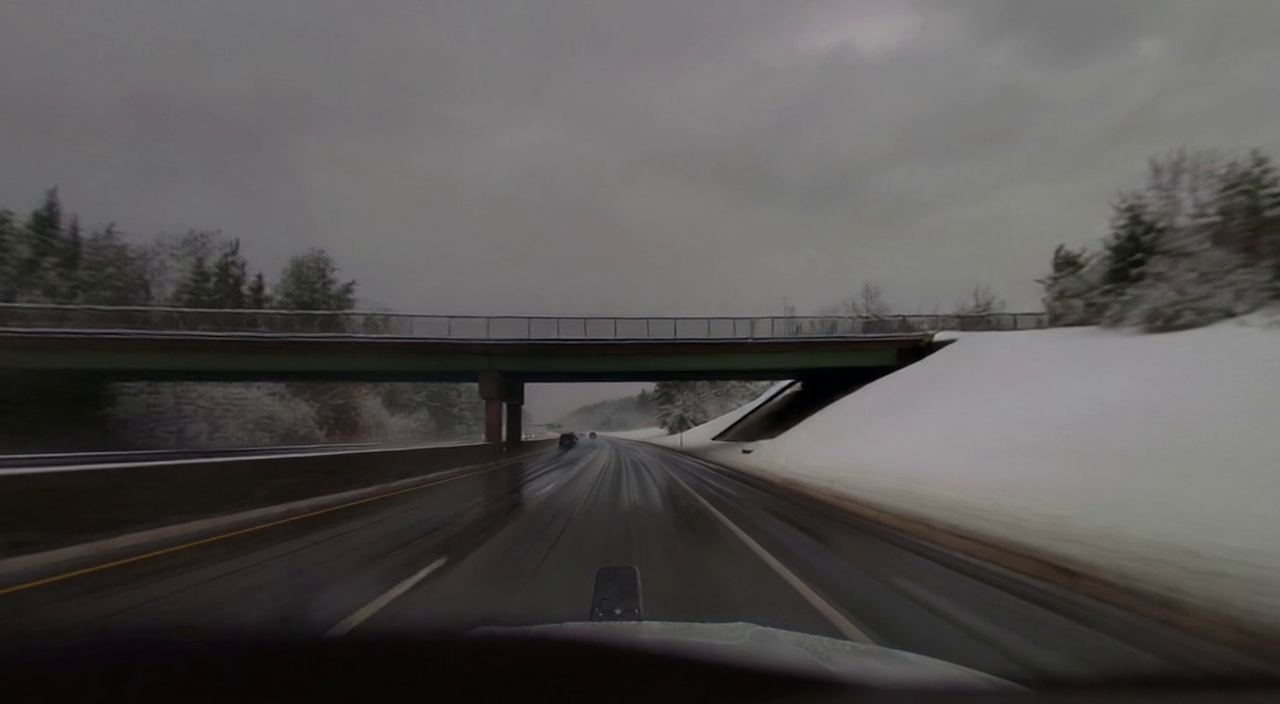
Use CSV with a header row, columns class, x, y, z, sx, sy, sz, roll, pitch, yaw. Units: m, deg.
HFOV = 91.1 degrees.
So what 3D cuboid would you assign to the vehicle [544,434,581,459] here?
class,x,y,z,sx,sy,sz,roll,pitch,yaw
vehicle,-5.051,6.192,41.506,2.005,1.509,4.260,0,-8,-2
